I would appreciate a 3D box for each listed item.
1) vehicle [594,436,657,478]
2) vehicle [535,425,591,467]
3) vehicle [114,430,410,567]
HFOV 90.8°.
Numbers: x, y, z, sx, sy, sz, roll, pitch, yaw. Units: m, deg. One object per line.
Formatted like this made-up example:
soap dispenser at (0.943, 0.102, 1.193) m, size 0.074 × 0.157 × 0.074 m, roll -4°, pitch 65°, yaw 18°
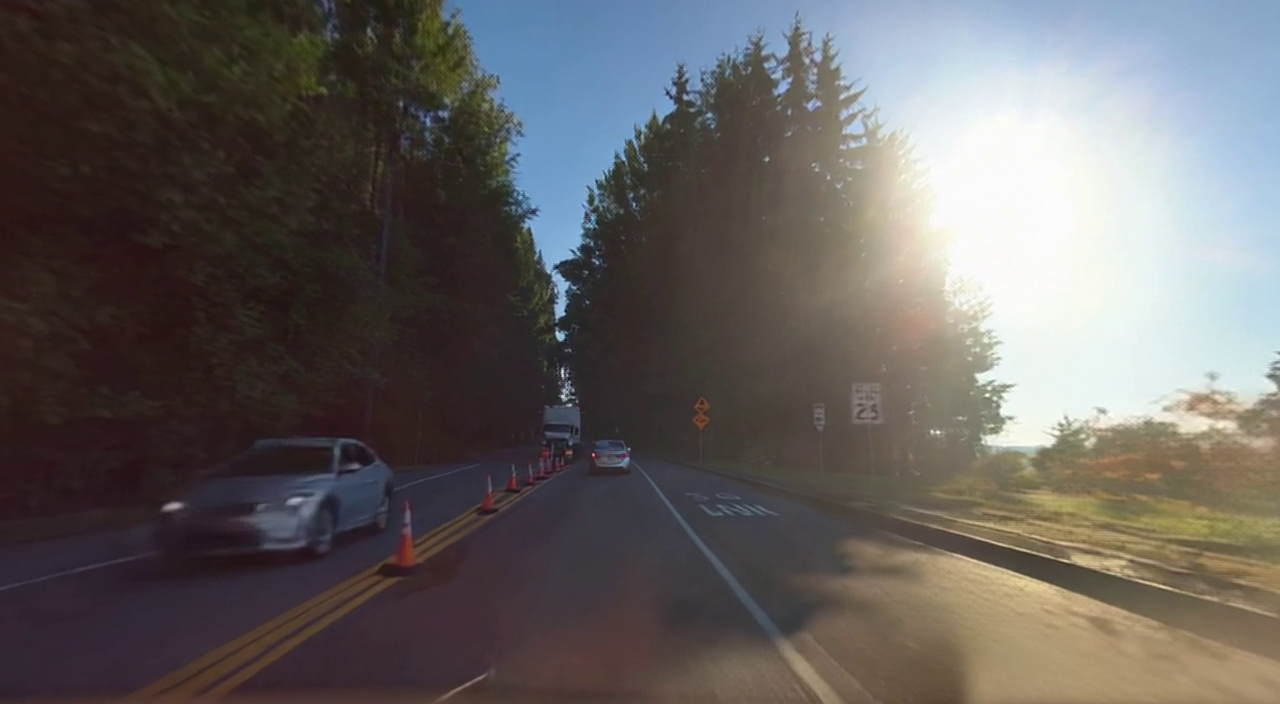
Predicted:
vehicle at (-0.583, 4.001, 24.287) m, size 2.186 × 1.463 × 4.356 m, roll 0°, pitch -8°, yaw -2°
vehicle at (-4.074, 5.021, 33.814) m, size 2.671 × 2.053 × 6.074 m, roll 1°, pitch -8°, yaw -6°
vehicle at (-4.962, 1.931, 9.161) m, size 2.019 × 1.492 × 4.091 m, roll 1°, pitch -8°, yaw -5°
